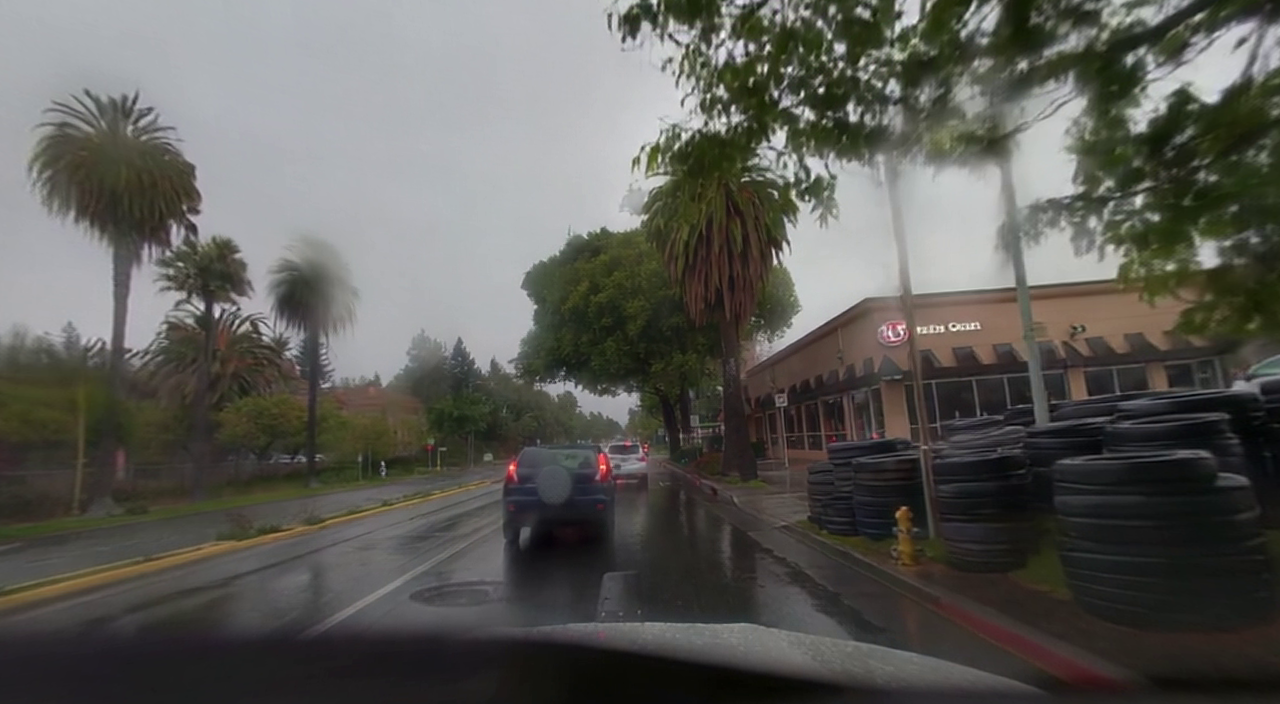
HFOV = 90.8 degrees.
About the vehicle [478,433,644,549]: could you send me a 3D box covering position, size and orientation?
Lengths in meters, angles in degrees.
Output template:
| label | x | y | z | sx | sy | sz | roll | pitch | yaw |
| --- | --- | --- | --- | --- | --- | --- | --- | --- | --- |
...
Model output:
| label | x | y | z | sx | sy | sz | roll | pitch | yaw |
| --- | --- | --- | --- | --- | --- | --- | --- | --- | --- |
| vehicle | -1.097 | 2.137 | 10.413 | 2.169 | 1.495 | 4.048 | 0 | -8 | -2 |
